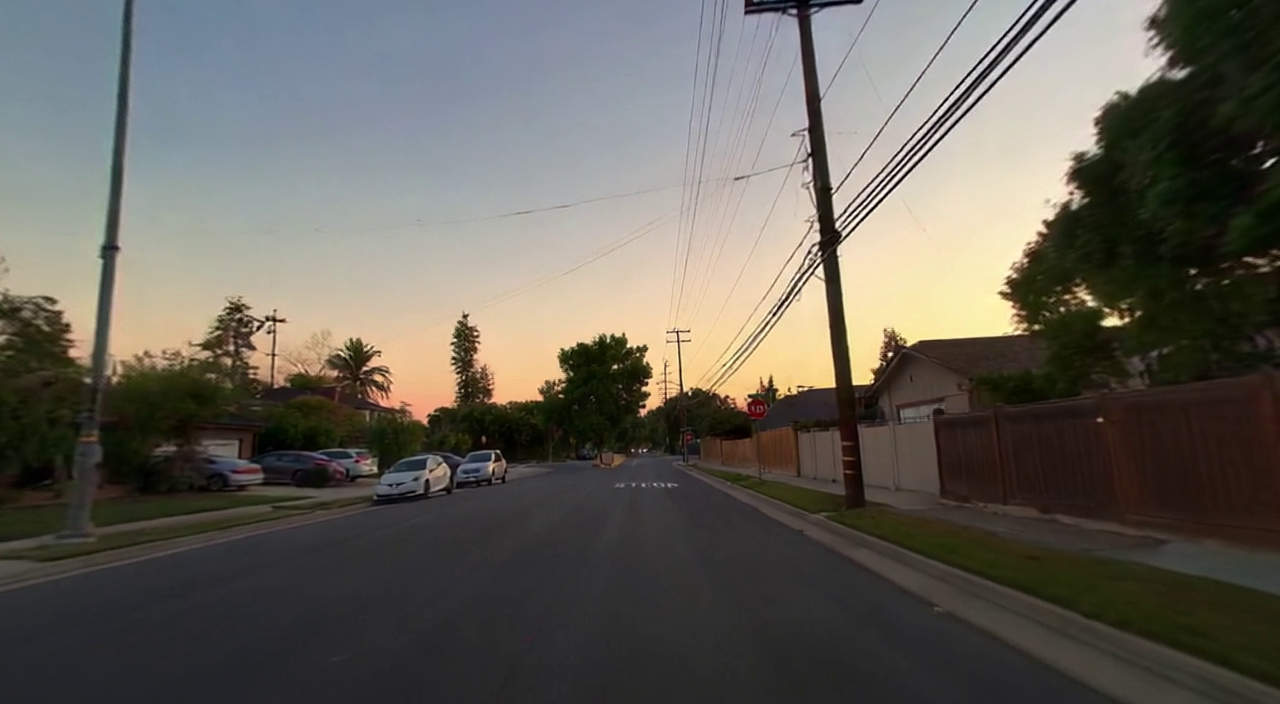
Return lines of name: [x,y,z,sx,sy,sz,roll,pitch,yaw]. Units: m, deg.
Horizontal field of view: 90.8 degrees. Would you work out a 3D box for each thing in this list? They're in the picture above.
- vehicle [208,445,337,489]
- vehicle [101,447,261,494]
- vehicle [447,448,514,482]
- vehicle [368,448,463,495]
vehicle: [-16.223,5.071,28.109,4.364,1.802,2.122,1,-9,-7]
vehicle: [-17.967,4.625,25.021,4.539,1.737,2.098,2,-9,-14]
vehicle: [-8.465,5.980,33.851,2.047,1.679,3.948,-1,-9,8]
vehicle: [-8.548,4.556,24.491,1.950,1.627,4.027,-1,-8,4]
